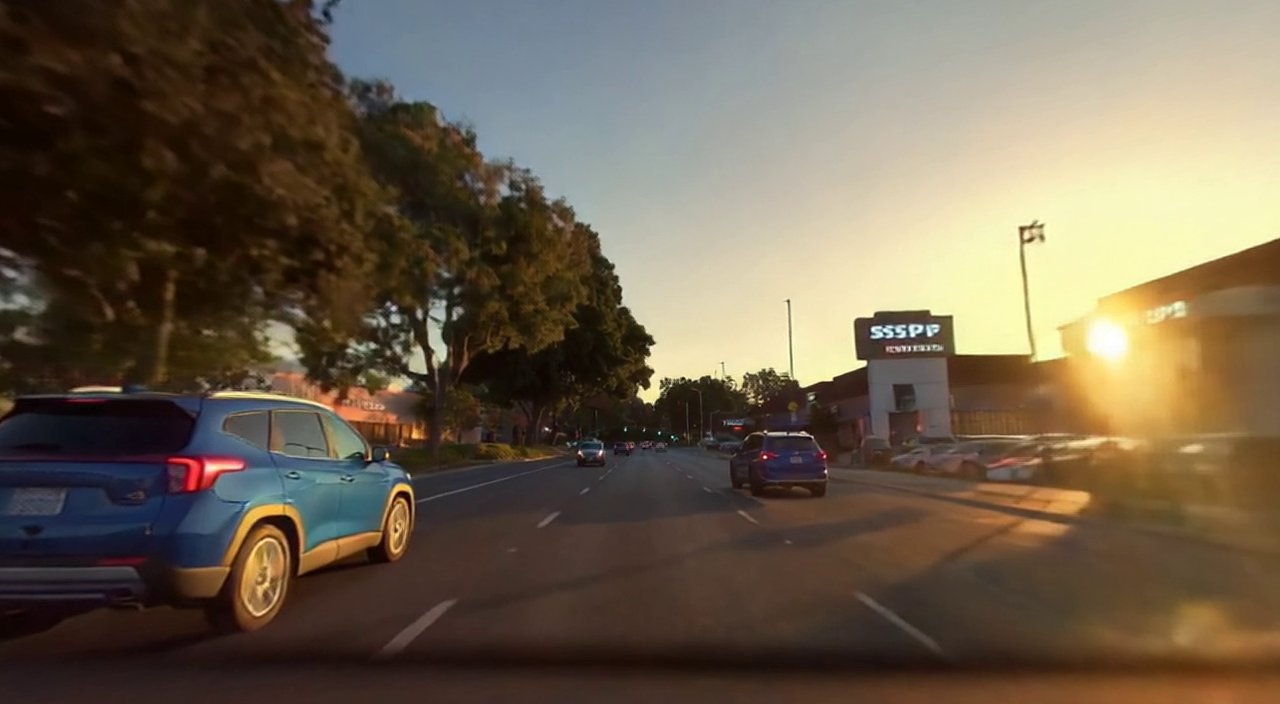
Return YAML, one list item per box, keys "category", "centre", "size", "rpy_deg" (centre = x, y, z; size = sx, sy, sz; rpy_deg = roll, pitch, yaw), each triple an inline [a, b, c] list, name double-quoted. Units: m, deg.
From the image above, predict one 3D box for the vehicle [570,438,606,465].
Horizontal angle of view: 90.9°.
- category: "vehicle"
  centre: [-3.623, 6.974, 44.424]
  size: [2.112, 1.775, 4.404]
  rpy_deg: [0, -8, 1]

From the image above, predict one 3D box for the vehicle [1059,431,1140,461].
- category: "vehicle"
  centre: [29.185, 6.002, 40.221]
  size: [2.051, 1.813, 4.095]
  rpy_deg: [0, -8, 1]

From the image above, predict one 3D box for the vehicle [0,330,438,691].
- category: "vehicle"
  centre: [-3.788, 1.182, 5.837]
  size: [2.210, 1.925, 4.838]
  rpy_deg: [0, -8, 0]

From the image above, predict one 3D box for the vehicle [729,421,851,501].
- category: "vehicle"
  centre: [3.669, 2.782, 16.380]
  size: [2.024, 1.773, 4.431]
  rpy_deg: [0, -8, -1]

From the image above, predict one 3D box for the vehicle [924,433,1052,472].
- category: "vehicle"
  centre: [13.745, 3.975, 25.058]
  size: [4.040, 1.497, 1.702]
  rpy_deg: [0, -8, -1]

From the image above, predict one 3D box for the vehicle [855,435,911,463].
- category: "vehicle"
  centre: [15.686, 6.298, 40.927]
  size: [1.897, 1.662, 4.504]
  rpy_deg: [0, -8, 1]

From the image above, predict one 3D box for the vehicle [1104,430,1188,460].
- category: "vehicle"
  centre: [32.079, 5.946, 40.115]
  size: [1.946, 1.801, 4.064]
  rpy_deg: [0, -8, 0]
